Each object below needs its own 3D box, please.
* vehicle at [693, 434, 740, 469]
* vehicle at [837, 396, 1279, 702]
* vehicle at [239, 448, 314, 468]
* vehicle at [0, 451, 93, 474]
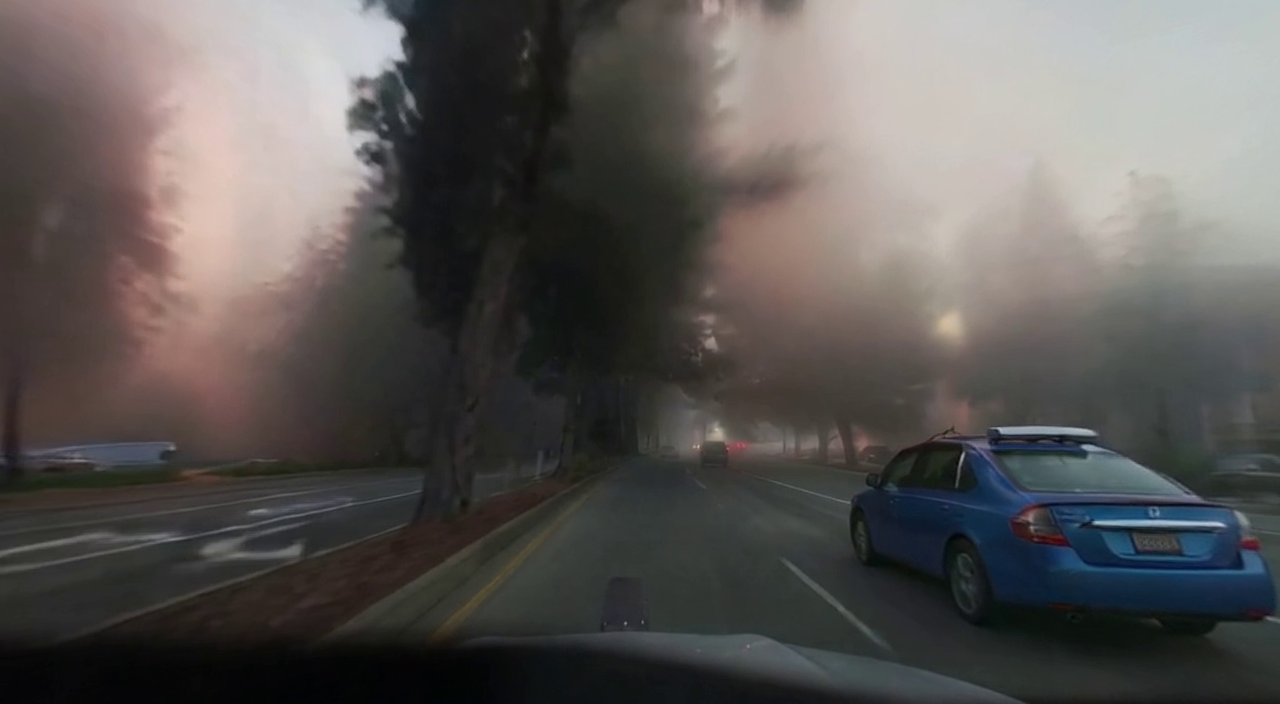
[{"bbox_3d":[4.276,5.668,35.976,2.154,1.844,4.634,0,-8,1],"label":"vehicle"},{"bbox_3d":[3.284,1.349,5.446,1.901,1.634,3.952,0,-8,1],"label":"vehicle"},{"bbox_3d":[-26.364,7.666,45.776,4.384,1.416,1.969,-1,-8,8],"label":"vehicle"},{"bbox_3d":[-40.635,7.499,43.070,1.787,1.443,4.737,-2,-8,10],"label":"vehicle"}]
